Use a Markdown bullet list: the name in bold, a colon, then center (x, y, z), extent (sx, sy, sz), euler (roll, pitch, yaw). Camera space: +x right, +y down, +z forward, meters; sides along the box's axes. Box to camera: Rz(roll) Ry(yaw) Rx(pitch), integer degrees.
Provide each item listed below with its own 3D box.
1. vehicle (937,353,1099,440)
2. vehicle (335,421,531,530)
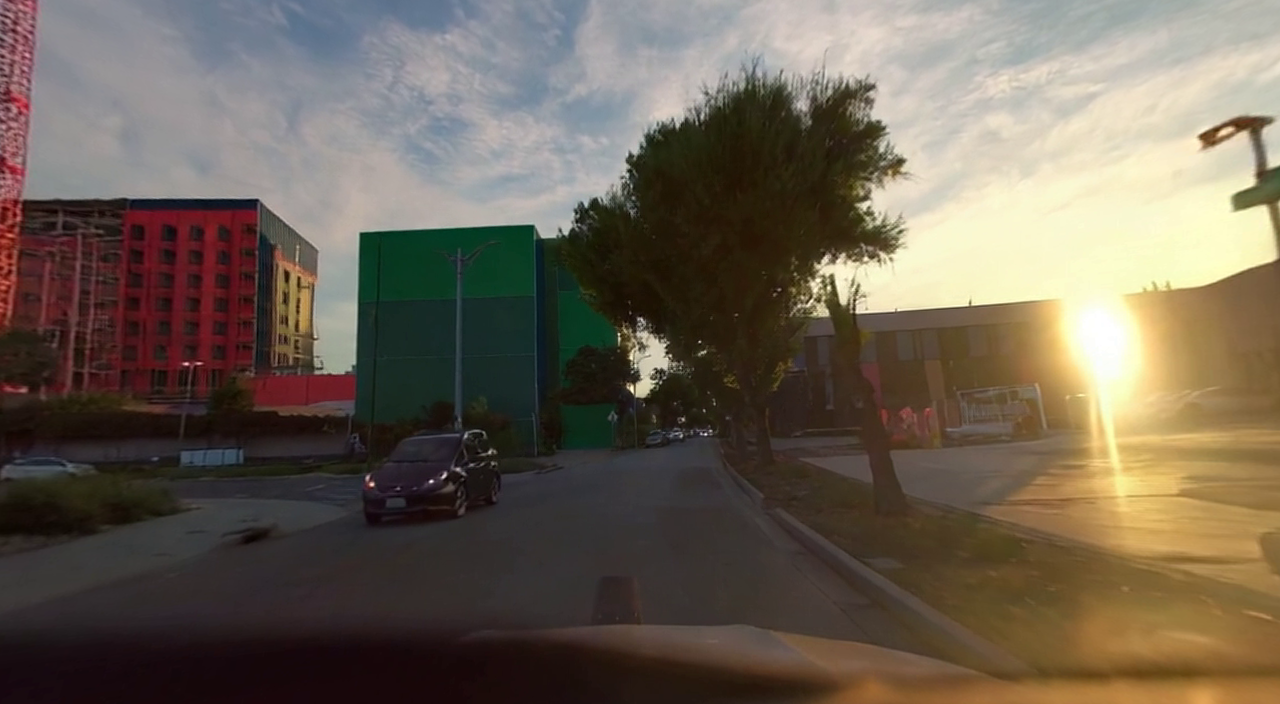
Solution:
- **vehicle**: center (19.103, 2.596, 32.913), extent (3.031, 3.863, 9.734), euler (-1, -7, 5)
- **vehicle**: center (-3.575, 2.174, 11.846), extent (1.967, 1.646, 4.192), euler (-1, -7, 5)
